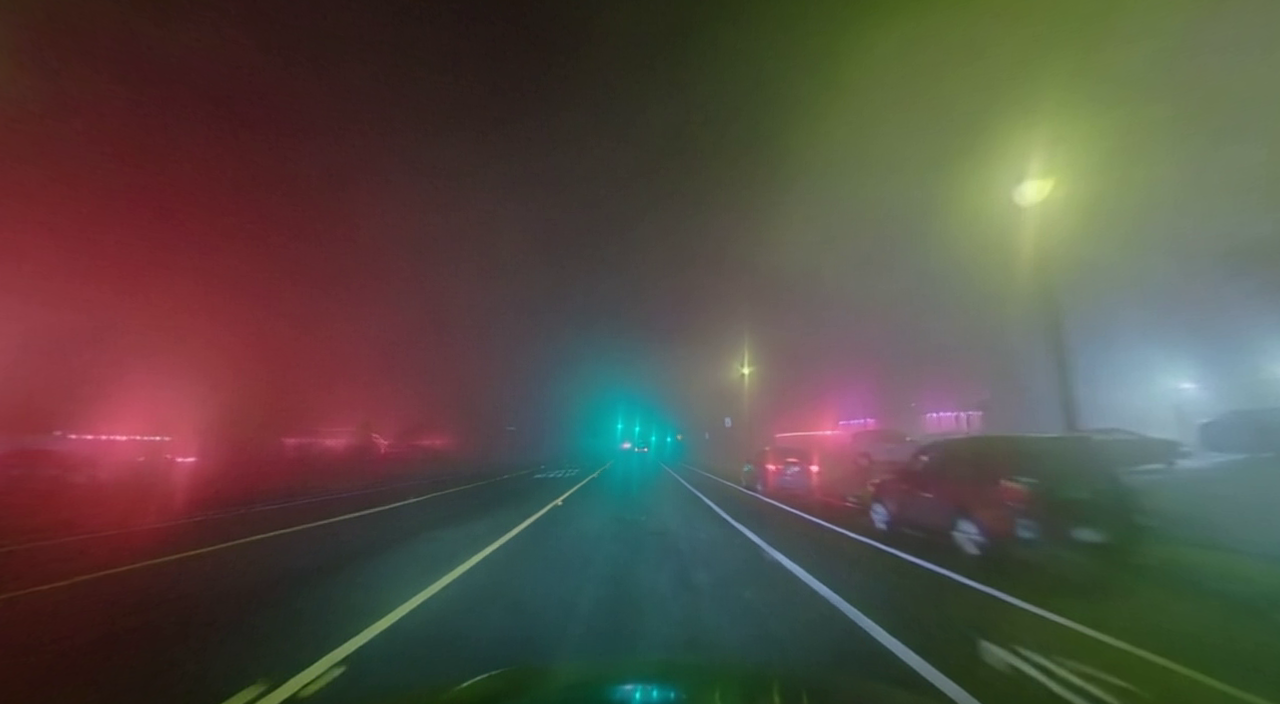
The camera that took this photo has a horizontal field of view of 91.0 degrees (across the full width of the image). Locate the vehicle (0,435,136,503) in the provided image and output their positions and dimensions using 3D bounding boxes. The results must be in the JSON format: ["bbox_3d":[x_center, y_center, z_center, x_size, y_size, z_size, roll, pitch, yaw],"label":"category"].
[{"bbox_3d":[-19.388,3.564,19.433,5.684,1.934,2.217,0,-8,1],"label":"vehicle"}]

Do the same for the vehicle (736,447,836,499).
[{"bbox_3d":[4.558,3.834,20.537,1.980,1.465,4.970,0,-8,-1],"label":"vehicle"}]

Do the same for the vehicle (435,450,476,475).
[{"bbox_3d":[-13.038,7.812,44.652,1.791,1.552,3.919,-3,-8,0],"label":"vehicle"}]

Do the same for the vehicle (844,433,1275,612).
[{"bbox_3d":[4.420,1.831,7.899,1.999,1.512,4.826,0,-8,-2],"label":"vehicle"}]
